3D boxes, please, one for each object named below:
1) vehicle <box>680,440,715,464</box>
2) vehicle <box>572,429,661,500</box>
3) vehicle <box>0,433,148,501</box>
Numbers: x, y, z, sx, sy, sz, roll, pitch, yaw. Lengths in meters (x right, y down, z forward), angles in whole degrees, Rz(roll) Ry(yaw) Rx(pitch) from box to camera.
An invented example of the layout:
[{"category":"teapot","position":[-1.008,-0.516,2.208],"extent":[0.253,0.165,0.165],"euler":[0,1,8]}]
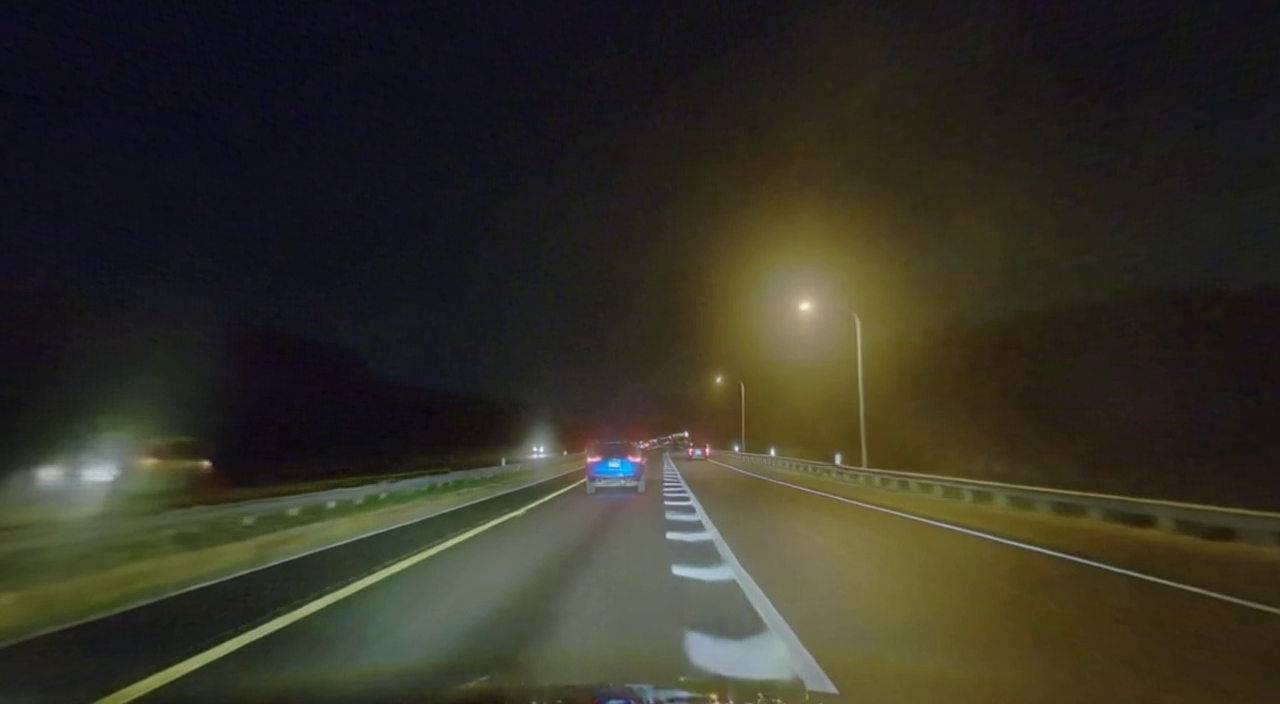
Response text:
[{"category":"vehicle","position":[4.062,7.152,45.238],"extent":[2.073,1.621,3.993],"euler":[0,-8,0]},{"category":"vehicle","position":[-0.504,3.059,17.597],"extent":[2.143,1.693,4.513],"euler":[-1,-8,2]},{"category":"vehicle","position":[-18.438,3.485,19.586],"extent":[2.248,1.820,4.877],"euler":[-1,-8,1]}]
